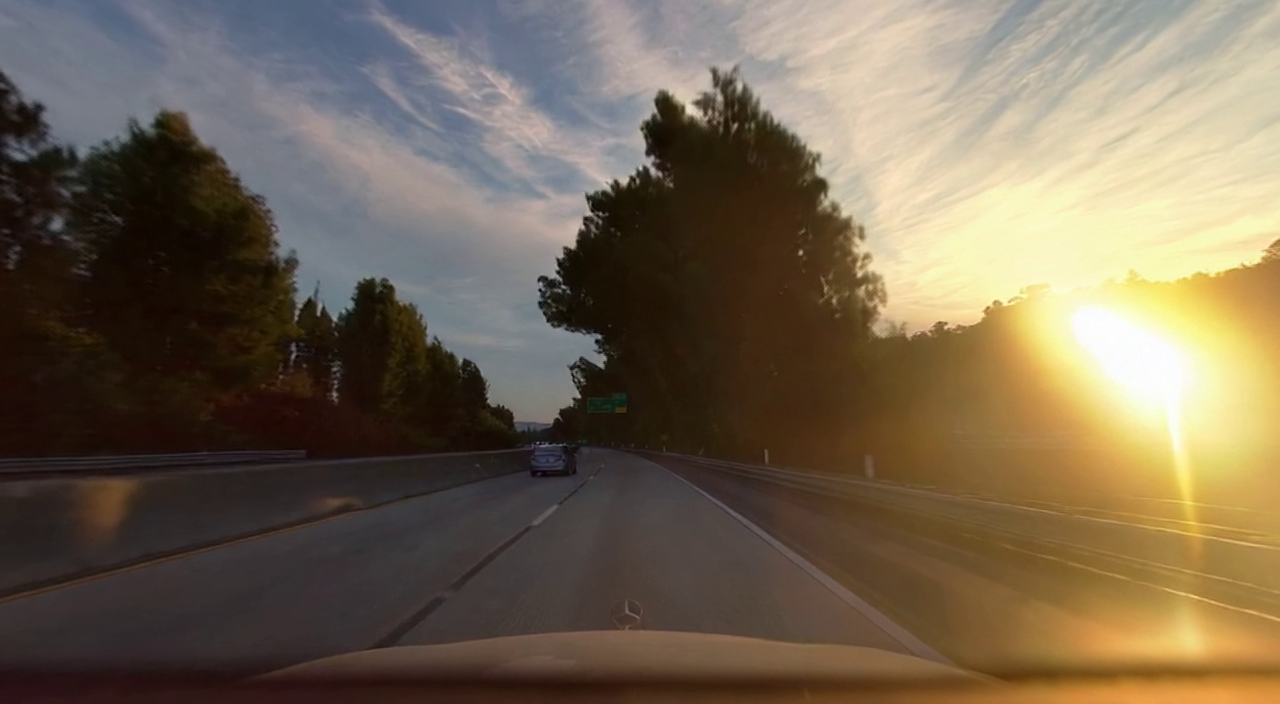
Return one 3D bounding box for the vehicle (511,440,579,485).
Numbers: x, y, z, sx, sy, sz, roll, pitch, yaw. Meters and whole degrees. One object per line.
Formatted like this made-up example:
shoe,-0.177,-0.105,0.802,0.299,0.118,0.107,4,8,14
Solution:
vehicle,-3.469,4.113,23.760,1.990,1.532,3.911,0,-9,0
